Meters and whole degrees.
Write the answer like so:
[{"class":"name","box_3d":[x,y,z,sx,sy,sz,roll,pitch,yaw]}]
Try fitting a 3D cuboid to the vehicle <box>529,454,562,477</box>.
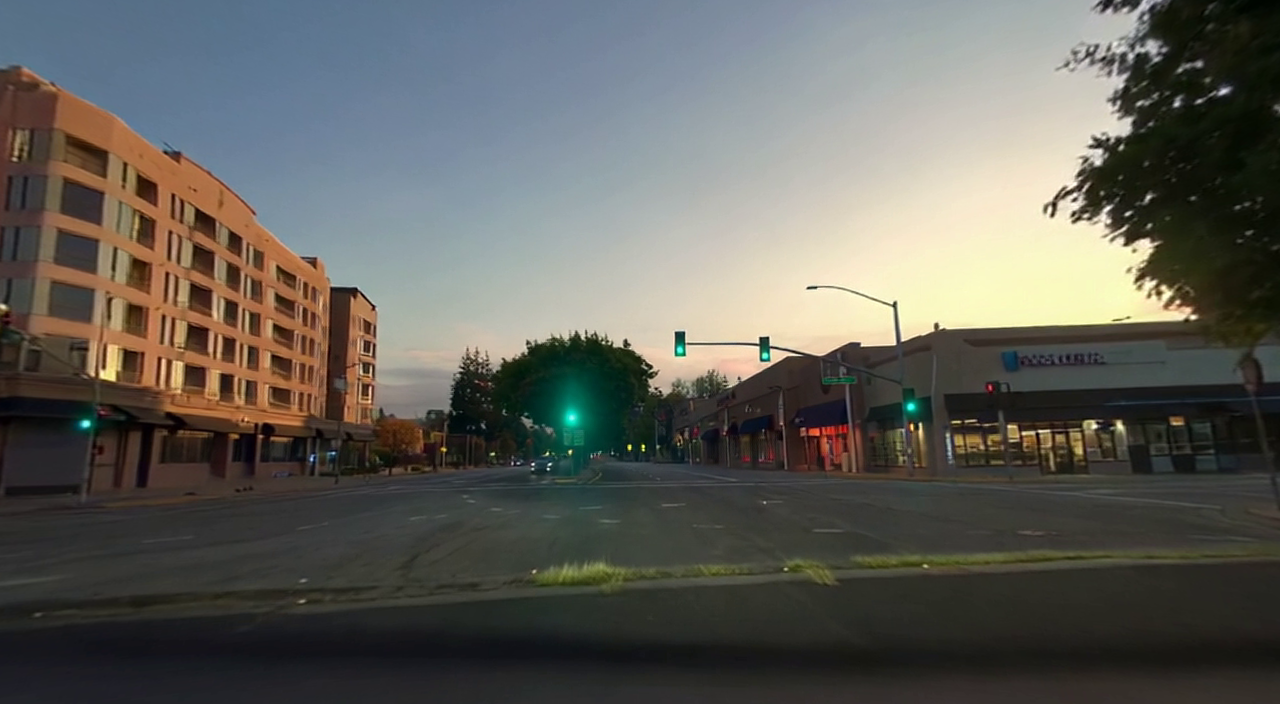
[{"class":"vehicle","box_3d":[-6.581,7.911,44.326,1.894,1.474,4.332,0,-8,-3]}]
